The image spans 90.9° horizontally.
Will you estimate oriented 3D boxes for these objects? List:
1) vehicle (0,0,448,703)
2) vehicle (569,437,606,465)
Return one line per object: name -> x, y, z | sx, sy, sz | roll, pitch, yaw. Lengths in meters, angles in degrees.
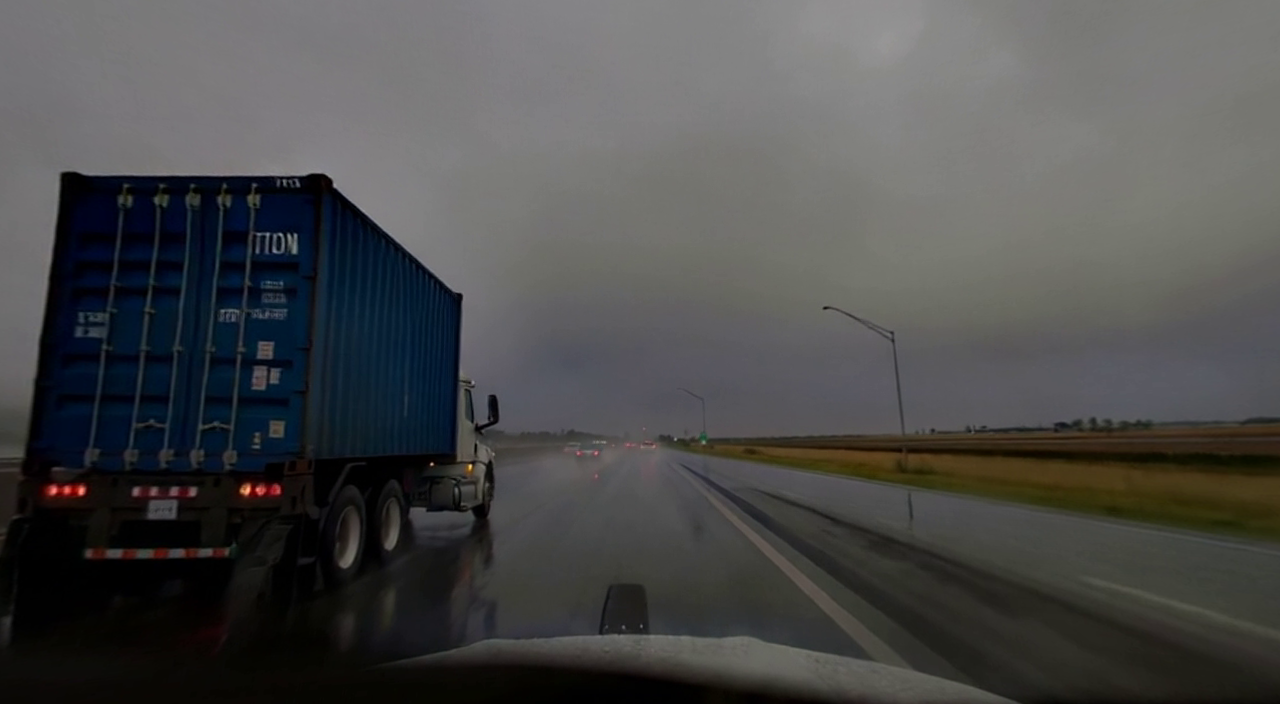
vehicle -> -4.056, -0.347, 1.440 | 2.840, 4.032, 13.388 | 0, -8, 1
vehicle -> -3.430, 6.585, 42.109 | 1.995, 1.745, 4.187 | 0, -8, 1
